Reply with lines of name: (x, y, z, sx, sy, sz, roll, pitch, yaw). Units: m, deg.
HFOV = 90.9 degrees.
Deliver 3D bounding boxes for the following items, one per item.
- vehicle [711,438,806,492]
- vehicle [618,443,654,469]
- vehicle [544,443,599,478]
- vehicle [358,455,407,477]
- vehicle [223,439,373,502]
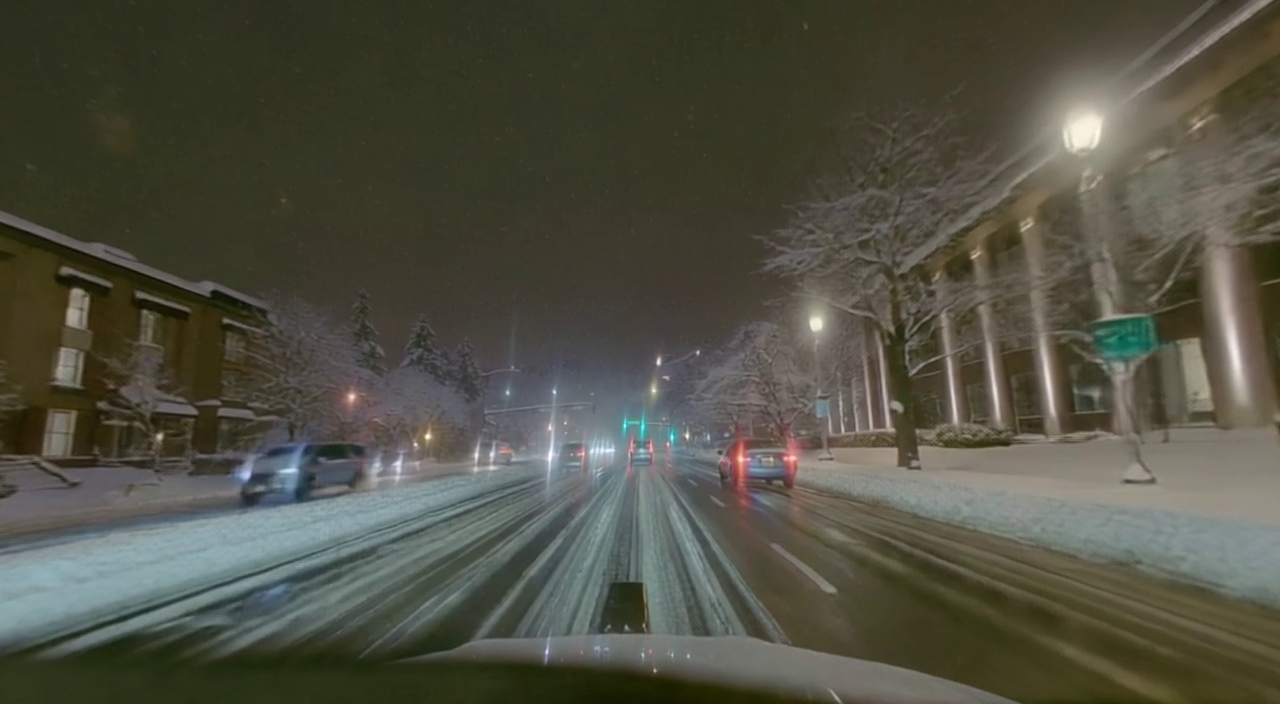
vehicle: (3.552, 3.474, 19.781, 1.990, 1.486, 4.431, 0, -8, -1)
vehicle: (-0.265, 6.415, 39.147, 2.101, 1.480, 3.929, 0, -8, -1)
vehicle: (-3.118, 5.070, 29.722, 2.082, 1.467, 4.379, -1, -8, 0)
vehicle: (-18.967, 8.402, 46.572, 1.924, 1.493, 4.006, 0, -8, 0)
vehicle: (-12.394, 4.296, 23.494, 2.296, 1.941, 5.816, -2, -8, 0)
